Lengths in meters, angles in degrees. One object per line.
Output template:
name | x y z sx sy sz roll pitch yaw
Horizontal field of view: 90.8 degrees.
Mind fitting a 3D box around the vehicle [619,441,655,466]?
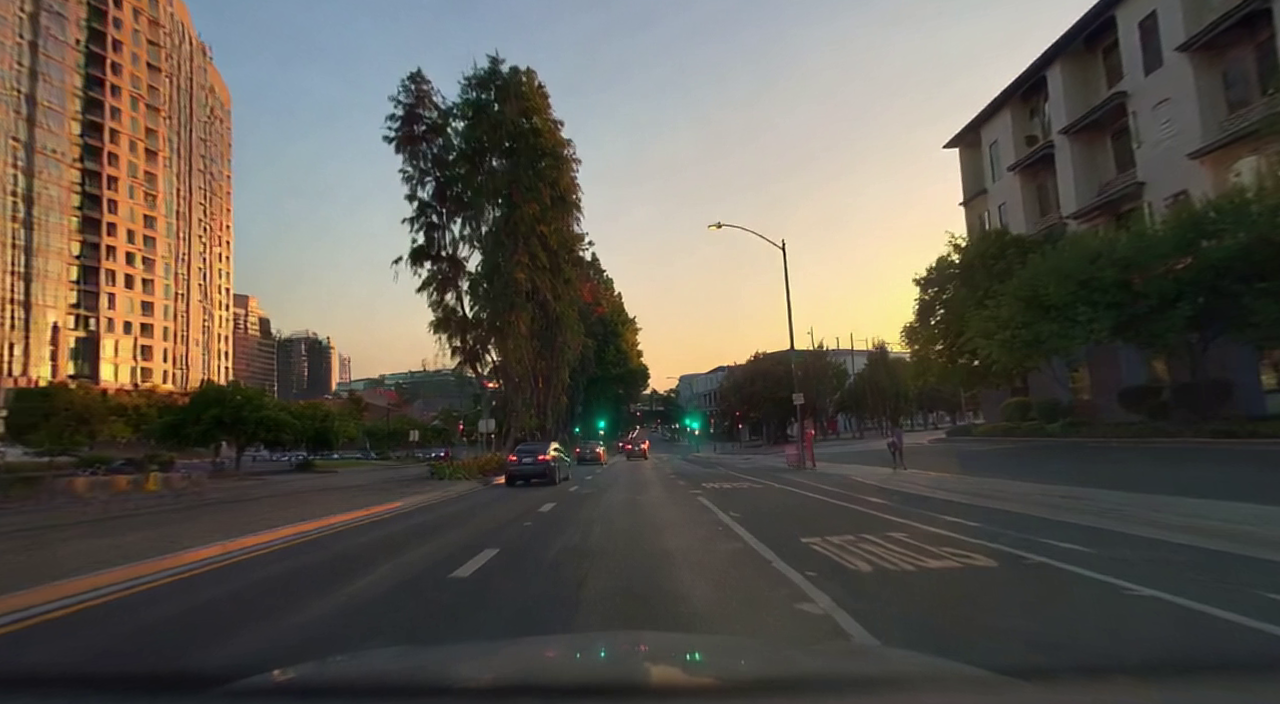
vehicle | -0.211 6.251 39.089 2.095 1.438 3.843 0 -8 -1

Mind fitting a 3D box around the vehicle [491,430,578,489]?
vehicle | -3.361 3.532 21.028 2.116 1.725 4.315 0 -8 1

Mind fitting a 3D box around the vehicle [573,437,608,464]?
vehicle | -3.495 7.060 45.446 2.152 1.802 4.628 0 -8 0
